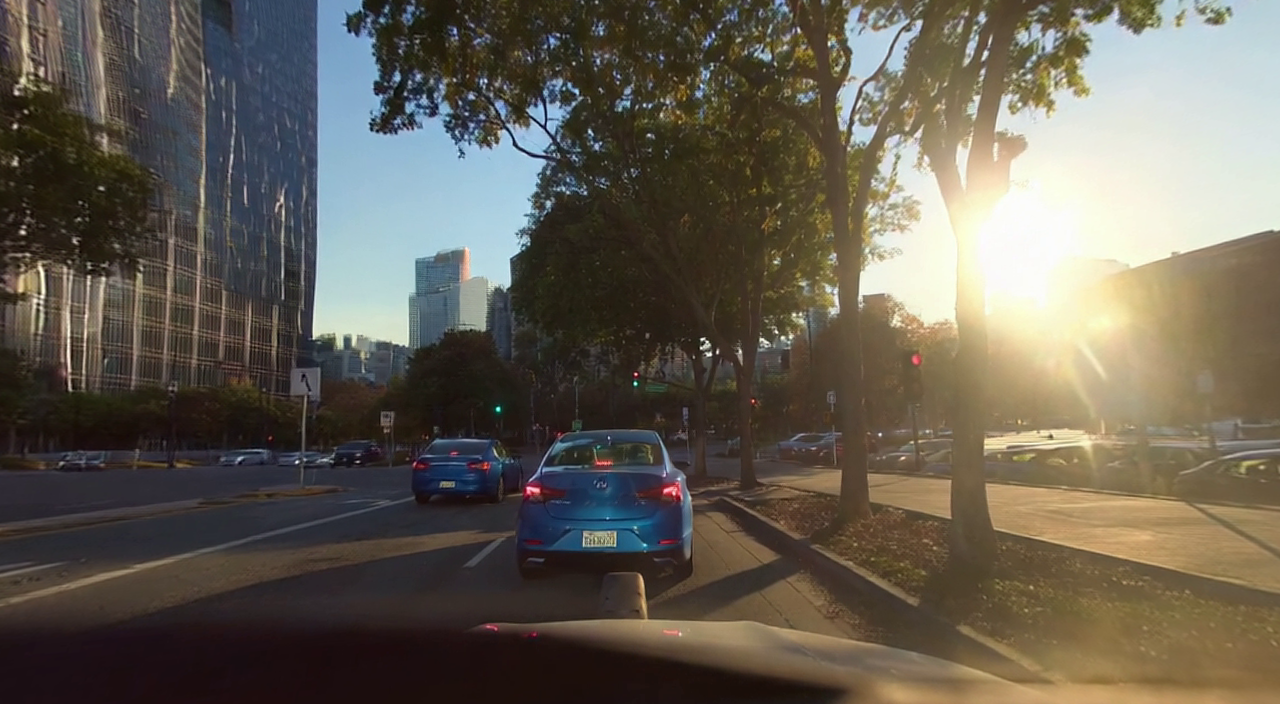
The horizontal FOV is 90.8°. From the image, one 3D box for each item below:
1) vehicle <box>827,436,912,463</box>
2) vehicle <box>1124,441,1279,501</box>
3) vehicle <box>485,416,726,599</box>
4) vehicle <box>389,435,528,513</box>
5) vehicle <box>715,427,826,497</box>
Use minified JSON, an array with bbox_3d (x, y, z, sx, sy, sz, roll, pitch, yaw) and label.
[{"bbox_3d":[13.901,5.927,38.465,4.419,1.619,1.894,1,-9,-8],"label":"vehicle"},{"bbox_3d":[15.192,3.011,16.270,3.951,1.418,1.842,0,-8,-3],"label":"vehicle"},{"bbox_3d":[-0.357,1.633,7.536,2.045,1.533,4.183,0,-8,-2],"label":"vehicle"},{"bbox_3d":[-3.763,2.587,13.854,1.998,1.452,3.773,0,-8,-1],"label":"vehicle"},{"bbox_3d":[3.430,2.992,17.506,2.028,1.678,4.220,0,-8,-2],"label":"vehicle"}]
